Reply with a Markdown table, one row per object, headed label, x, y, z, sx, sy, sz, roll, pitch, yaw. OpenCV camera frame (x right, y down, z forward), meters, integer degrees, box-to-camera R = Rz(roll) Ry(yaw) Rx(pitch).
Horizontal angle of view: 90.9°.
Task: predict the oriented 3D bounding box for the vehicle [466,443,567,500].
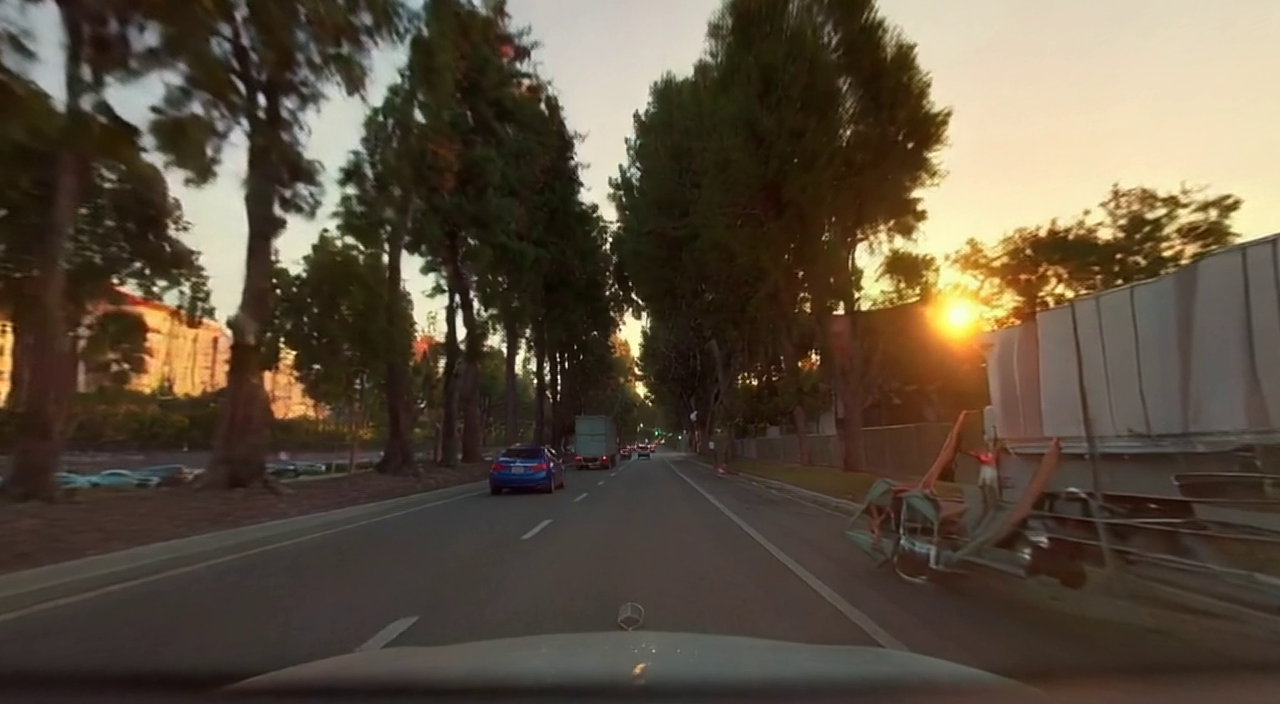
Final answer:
| label | x | y | z | sx | sy | sz | roll | pitch | yaw |
| --- | --- | --- | --- | --- | --- | --- | --- | --- | --- |
| vehicle | -3.474 | 3.459 | 18.643 | 2.005 | 1.462 | 4.345 | 0 | -9 | 2 |

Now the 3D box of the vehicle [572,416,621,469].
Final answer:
| label | x | y | z | sx | sy | sz | roll | pitch | yaw |
| --- | --- | --- | --- | --- | --- | --- | --- | --- | --- |
| vehicle | -2.901 | 6.376 | 44.263 | 2.746 | 3.276 | 8.572 | 0 | -9 | 1 |
